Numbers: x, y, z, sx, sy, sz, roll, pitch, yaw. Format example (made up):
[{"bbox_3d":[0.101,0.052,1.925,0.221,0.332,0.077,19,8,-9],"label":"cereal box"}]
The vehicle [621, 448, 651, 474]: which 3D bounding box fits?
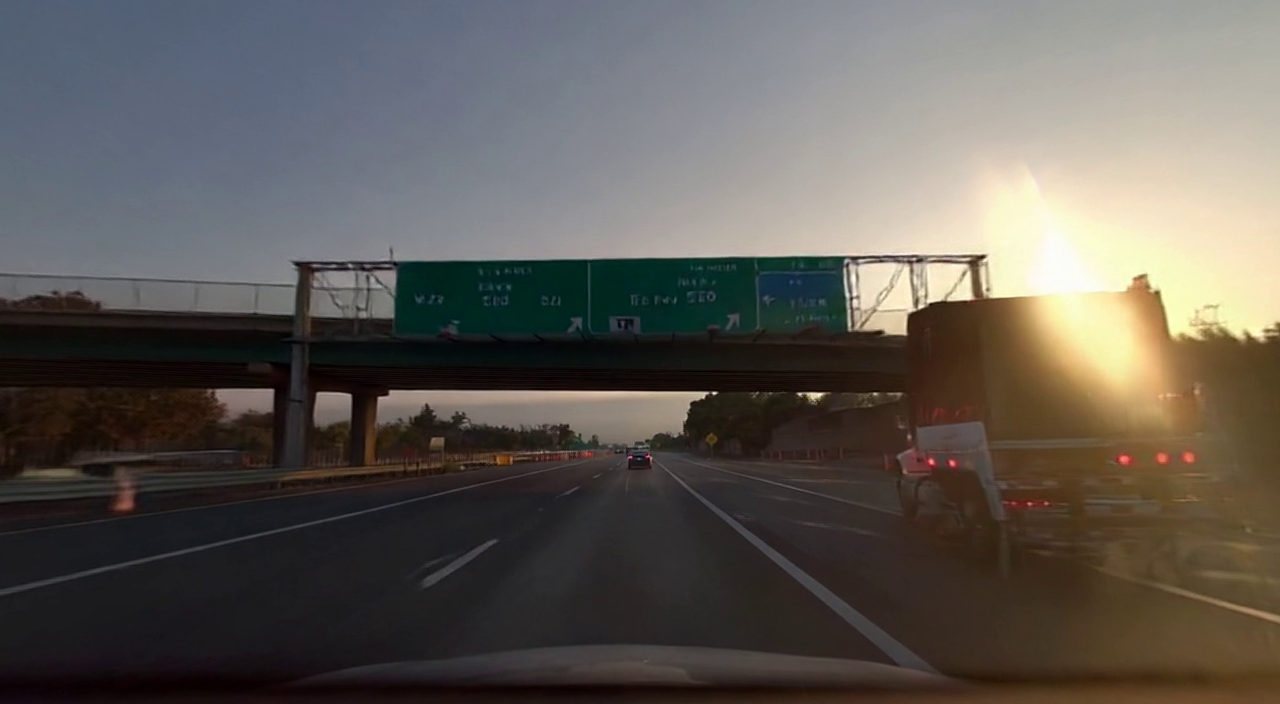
[{"bbox_3d":[-0.206,6.525,37.998,1.695,1.437,3.506,-1,-9,1],"label":"vehicle"}]
